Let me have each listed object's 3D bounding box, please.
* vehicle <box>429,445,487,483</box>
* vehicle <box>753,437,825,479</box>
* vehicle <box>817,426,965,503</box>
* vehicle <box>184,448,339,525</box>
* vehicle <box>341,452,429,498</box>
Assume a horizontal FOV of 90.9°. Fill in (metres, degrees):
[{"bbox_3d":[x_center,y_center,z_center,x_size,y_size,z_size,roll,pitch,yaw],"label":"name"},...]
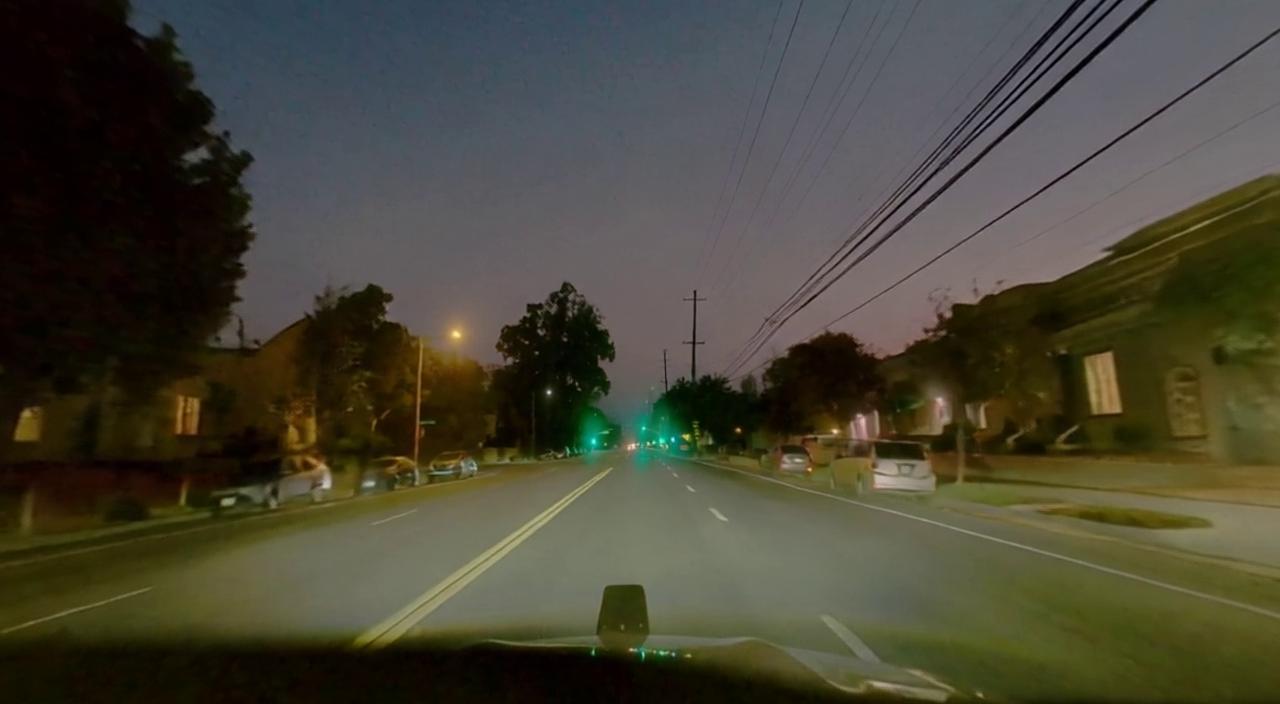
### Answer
[{"bbox_3d":[-10.342,6.324,36.060,1.984,1.762,4.266,-4,-7,0],"label":"vehicle"},{"bbox_3d":[6.826,4.905,29.411,2.194,1.741,4.800,-1,-9,0],"label":"vehicle"},{"bbox_3d":[6.788,3.101,17.775,2.128,1.823,4.834,-1,-9,0],"label":"vehicle"},{"bbox_3d":[-10.398,3.661,17.776,1.974,1.696,4.336,-3,-8,-4],"label":"vehicle"},{"bbox_3d":[-10.546,5.059,26.398,1.932,1.472,4.516,-3,-7,-2],"label":"vehicle"}]
